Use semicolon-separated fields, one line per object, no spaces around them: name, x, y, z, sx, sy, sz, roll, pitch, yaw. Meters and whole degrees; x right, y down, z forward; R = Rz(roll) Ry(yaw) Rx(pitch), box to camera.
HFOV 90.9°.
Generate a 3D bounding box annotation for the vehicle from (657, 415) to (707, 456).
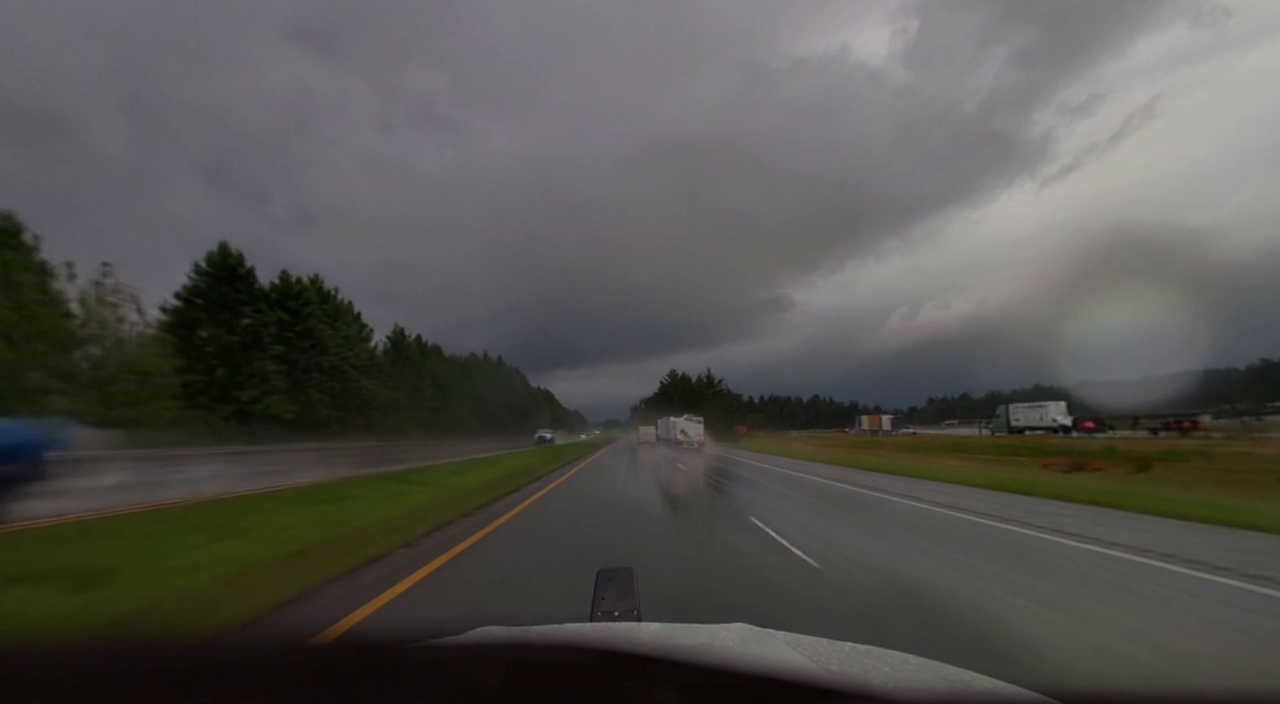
vehicle;2.830;5.939;44.669;2.821;2.673;6.205;0;-8;-3
